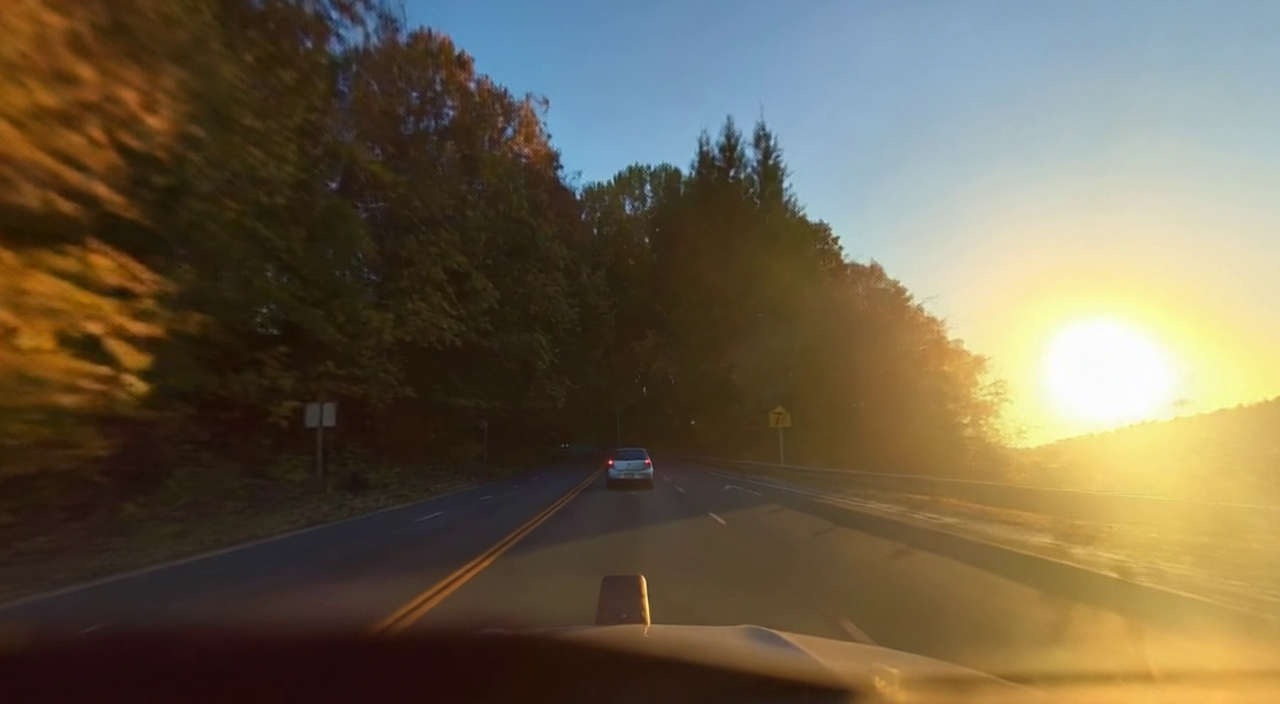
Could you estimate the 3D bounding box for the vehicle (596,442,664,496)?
[{"bbox_3d":[-0.357,3.842,20.966,2.037,1.601,3.643,0,-9,-2],"label":"vehicle"}]
